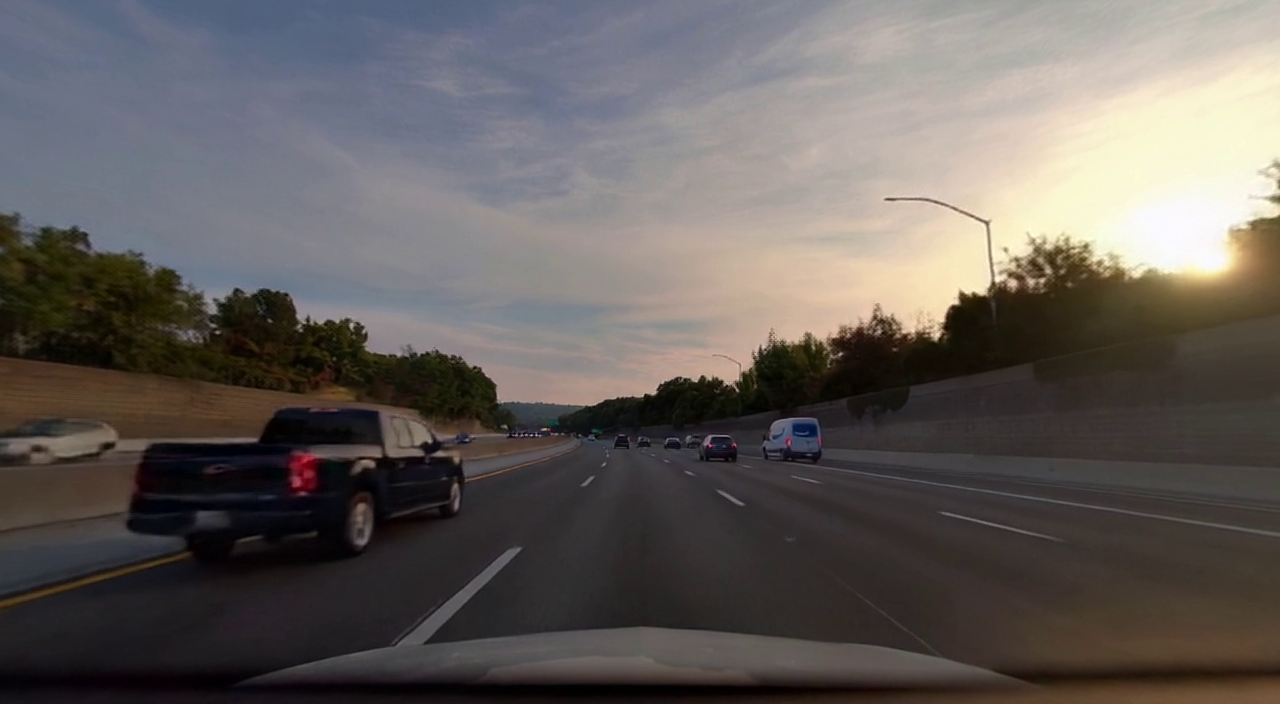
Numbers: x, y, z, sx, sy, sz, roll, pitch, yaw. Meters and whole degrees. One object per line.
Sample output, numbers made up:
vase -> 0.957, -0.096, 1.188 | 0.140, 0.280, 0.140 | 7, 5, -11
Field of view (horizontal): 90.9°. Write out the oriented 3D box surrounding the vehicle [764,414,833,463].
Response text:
vehicle -> 9.838, 5.492, 39.886 | 2.274, 2.802, 6.802 | 0, -8, -3

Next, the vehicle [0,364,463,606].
vehicle -> -4.277, 1.451, 7.895 | 2.331, 1.884, 5.787 | 0, -8, 1

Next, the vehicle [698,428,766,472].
vehicle -> 3.819, 4.164, 26.995 | 2.141, 1.732, 4.279 | 0, -8, -2
